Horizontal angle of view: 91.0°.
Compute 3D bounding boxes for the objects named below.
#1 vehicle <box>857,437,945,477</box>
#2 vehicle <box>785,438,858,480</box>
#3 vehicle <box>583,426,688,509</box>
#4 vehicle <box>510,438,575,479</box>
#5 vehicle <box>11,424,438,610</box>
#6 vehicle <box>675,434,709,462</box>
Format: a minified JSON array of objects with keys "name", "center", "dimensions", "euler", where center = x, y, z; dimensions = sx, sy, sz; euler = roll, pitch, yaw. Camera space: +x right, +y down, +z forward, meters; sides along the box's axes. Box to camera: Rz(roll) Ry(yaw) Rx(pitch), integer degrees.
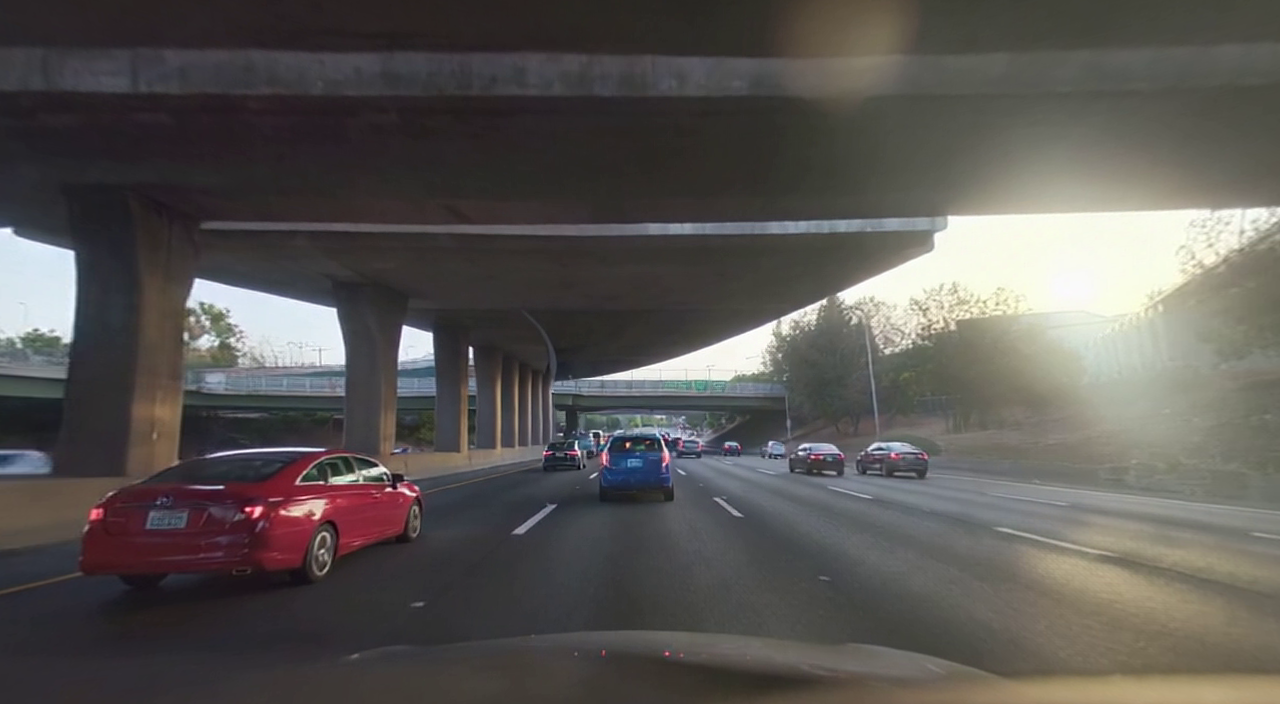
[{"name":"vehicle","center":[11.504,4.661,28.129],"dimensions":[1.992,1.625,4.359],"euler":[1,-9,-1]},{"name":"vehicle","center":[7.325,4.341,25.738],"dimensions":[1.880,1.526,3.641],"euler":[0,-9,0]},{"name":"vehicle","center":[-0.089,2.719,15.200],"dimensions":[2.181,1.697,4.021],"euler":[0,-9,0]},{"name":"vehicle","center":[-3.953,4.391,26.162],"dimensions":[1.947,1.516,4.295],"euler":[0,-9,1]},{"name":"vehicle","center":[-4.087,1.675,7.369],"dimensions":[1.974,1.478,4.412],"euler":[0,-9,0]},{"name":"vehicle","center":[3.738,6.973,45.735],"dimensions":[2.069,1.876,4.447],"euler":[0,-9,0]}]
